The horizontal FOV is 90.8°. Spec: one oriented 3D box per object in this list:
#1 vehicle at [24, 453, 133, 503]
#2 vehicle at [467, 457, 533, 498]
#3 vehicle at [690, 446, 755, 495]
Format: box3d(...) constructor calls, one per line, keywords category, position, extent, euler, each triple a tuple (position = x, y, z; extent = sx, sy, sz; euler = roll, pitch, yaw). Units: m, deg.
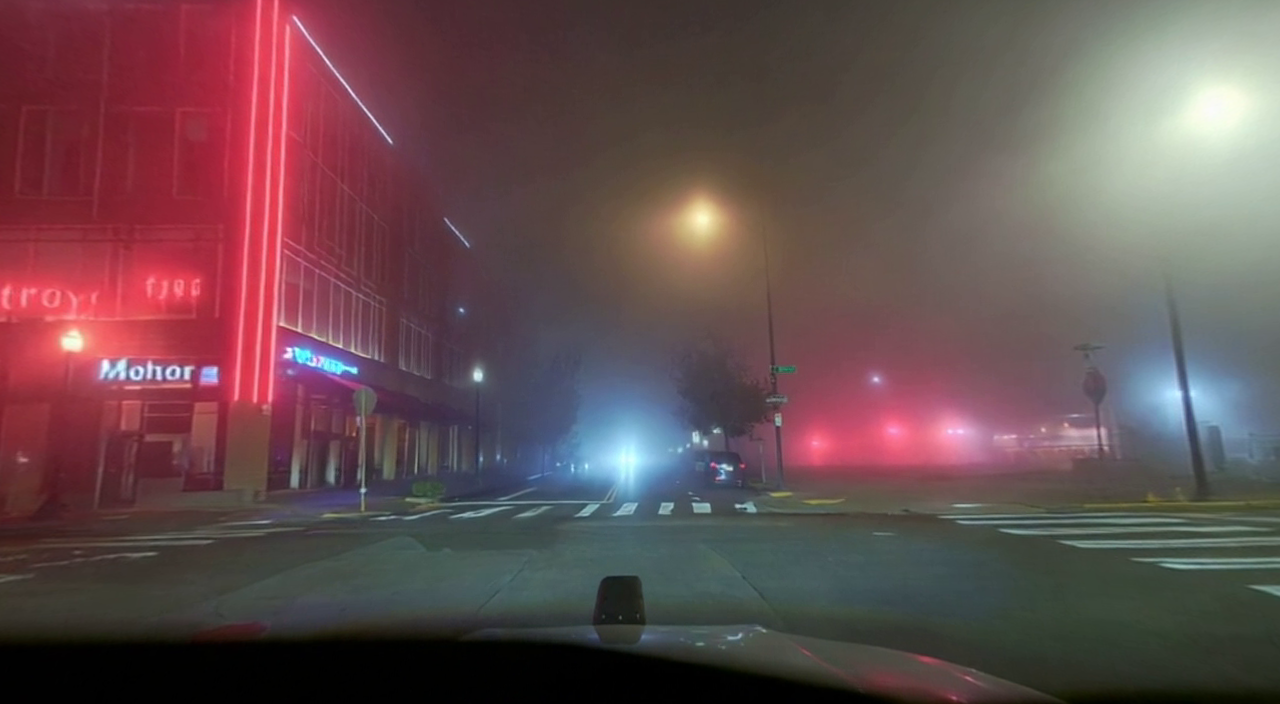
box3d(category="vehicle", position=(-27.969, 6.253, 31.652), extent=(1.665, 1.432, 4.120), euler=(9, 0, -1))
box3d(category="vehicle", position=(-5.527, 4.980, 25.397), extent=(1.864, 1.447, 3.887), euler=(0, -8, -2))
box3d(category="vehicle", position=(3.039, 4.449, 24.191), extent=(1.917, 1.680, 4.500), euler=(0, -8, 0))
